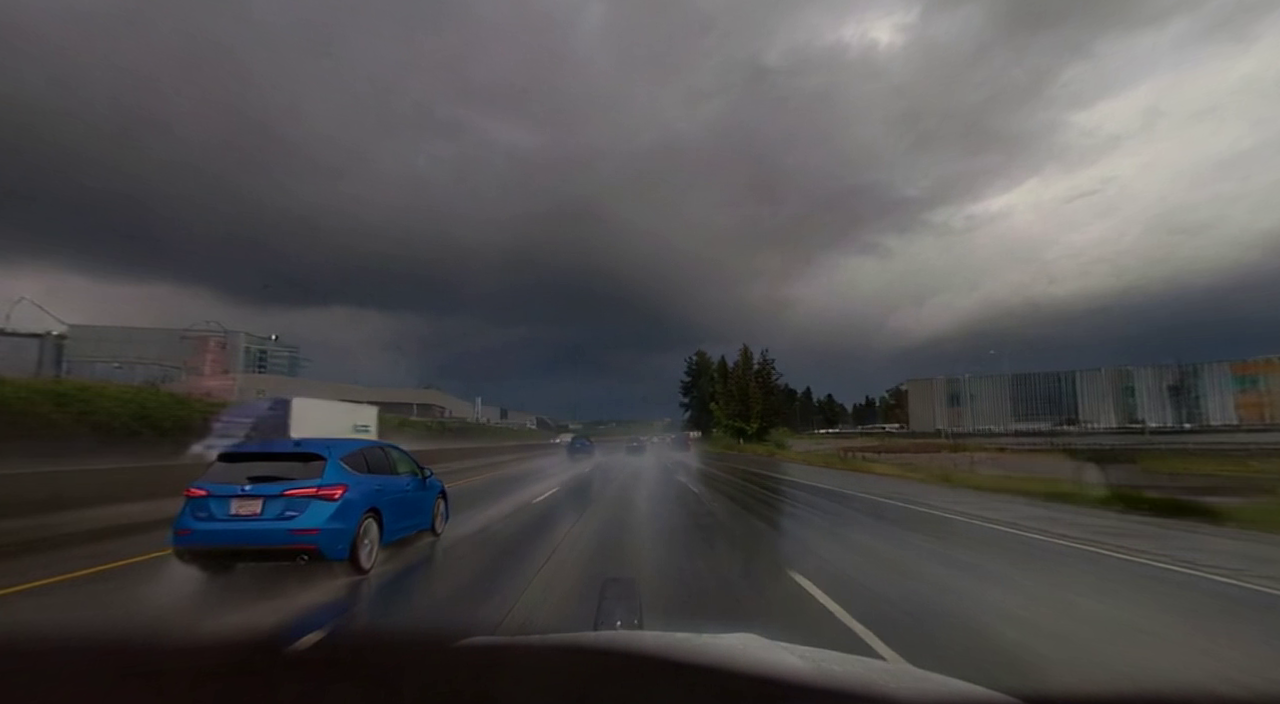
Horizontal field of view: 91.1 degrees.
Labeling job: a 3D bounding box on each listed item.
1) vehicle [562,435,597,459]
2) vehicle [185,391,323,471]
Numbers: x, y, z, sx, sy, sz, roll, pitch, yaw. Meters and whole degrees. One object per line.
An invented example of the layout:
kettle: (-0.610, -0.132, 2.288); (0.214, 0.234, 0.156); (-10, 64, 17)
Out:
vehicle: (-4.415, 7.042, 46.715); (2.271, 1.626, 4.463); (0, -8, -1)
vehicle: (-20.999, 4.381, 34.716); (3.613, 3.912, 6.088); (-1, -8, 0)
